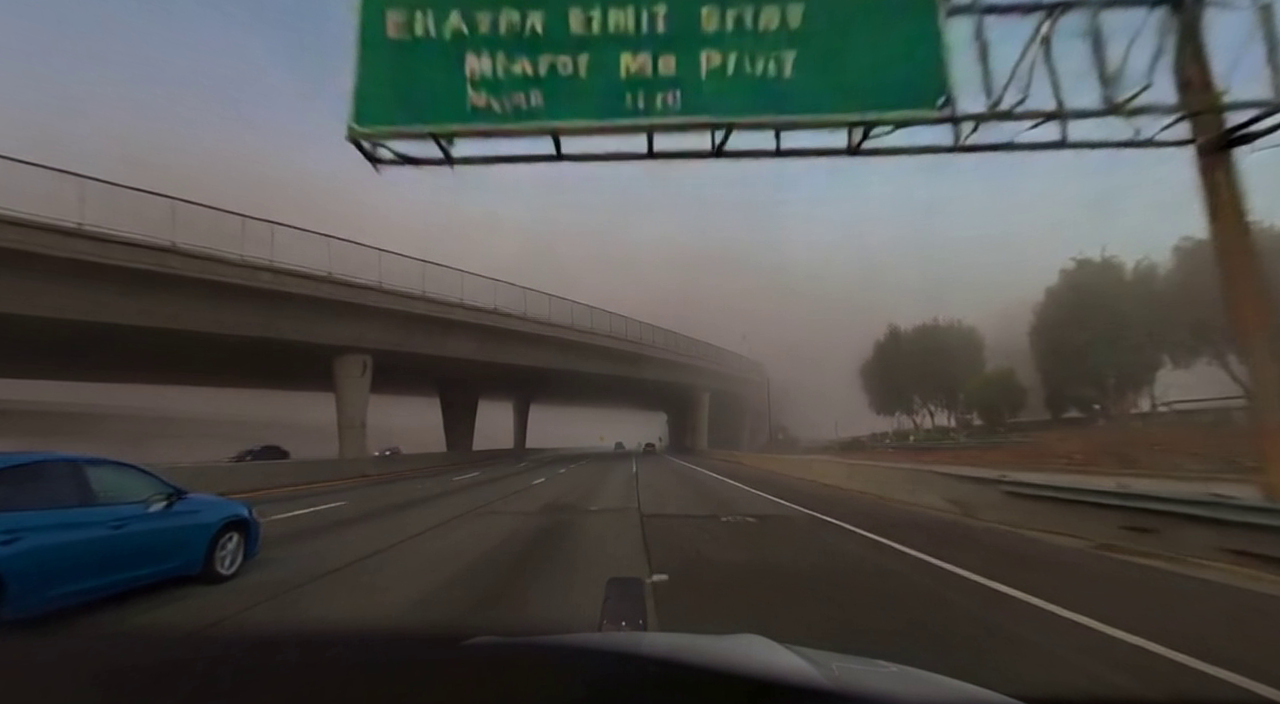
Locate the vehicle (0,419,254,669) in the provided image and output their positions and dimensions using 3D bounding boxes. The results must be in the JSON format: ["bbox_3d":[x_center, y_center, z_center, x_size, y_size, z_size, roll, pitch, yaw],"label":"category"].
[{"bbox_3d":[-5.069,1.245,4.212,2.105,1.551,4.602,0,-8,-1],"label":"vehicle"}]
